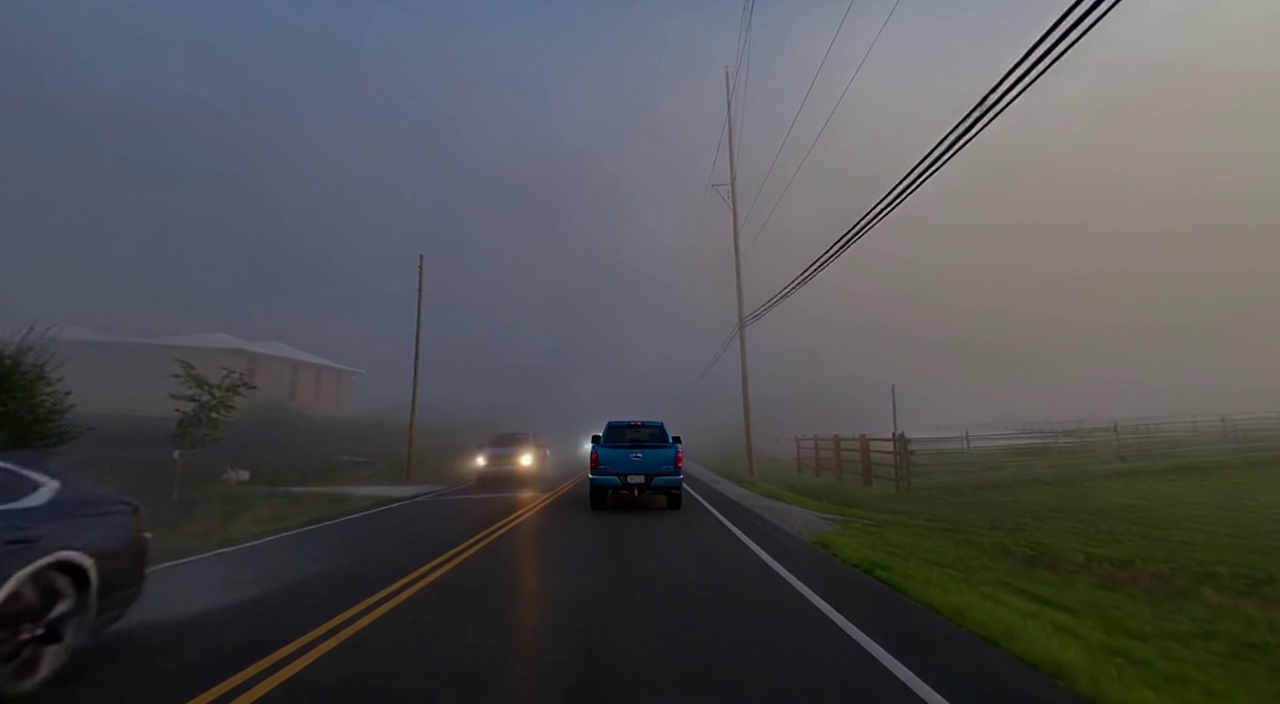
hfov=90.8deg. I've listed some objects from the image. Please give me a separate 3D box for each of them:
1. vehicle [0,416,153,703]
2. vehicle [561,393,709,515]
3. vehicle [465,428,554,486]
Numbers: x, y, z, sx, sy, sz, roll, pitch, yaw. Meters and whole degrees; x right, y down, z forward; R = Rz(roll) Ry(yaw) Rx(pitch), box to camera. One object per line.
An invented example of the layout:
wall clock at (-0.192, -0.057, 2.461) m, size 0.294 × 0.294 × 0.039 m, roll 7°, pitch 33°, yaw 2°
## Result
vehicle at (-4.025, 0.854, 1.630) m, size 1.935 × 1.489 × 4.495 m, roll 0°, pitch -9°, yaw 0°
vehicle at (-0.136, 2.298, 14.566) m, size 2.693 × 2.223 × 5.885 m, roll 0°, pitch -9°, yaw -1°
vehicle at (-4.417, 3.658, 22.261) m, size 2.077 × 1.805 × 4.891 m, roll 0°, pitch -9°, yaw 0°
